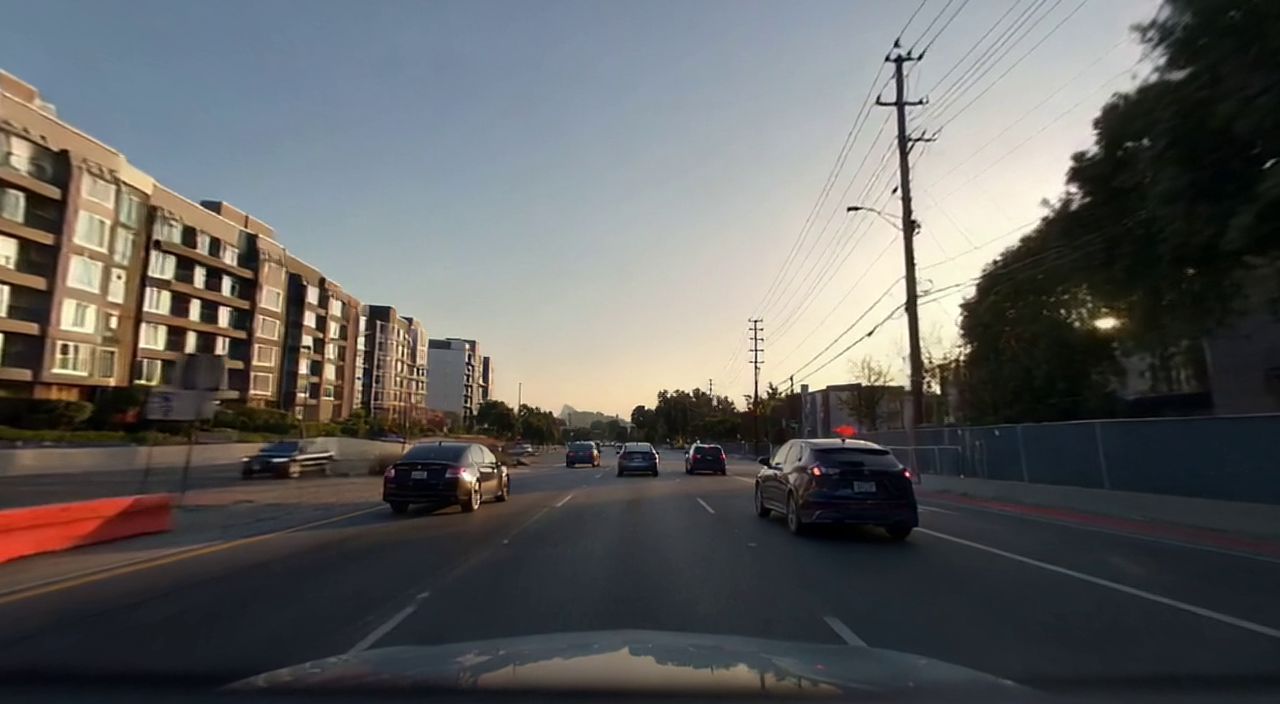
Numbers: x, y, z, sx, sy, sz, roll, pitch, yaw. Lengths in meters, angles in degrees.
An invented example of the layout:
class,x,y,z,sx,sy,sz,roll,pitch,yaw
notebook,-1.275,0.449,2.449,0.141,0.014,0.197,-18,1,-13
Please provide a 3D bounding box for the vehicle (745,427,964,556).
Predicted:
class,x,y,z,sx,sy,sz,roll,pitch,yaw
vehicle,3.032,2.047,9.984,1.975,1.598,4.025,0,-8,-1

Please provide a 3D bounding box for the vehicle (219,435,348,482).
class,x,y,z,sx,sy,sz,roll,pitch,yaw
vehicle,-12.398,3.725,22.369,1.902,1.497,4.417,0,-8,1

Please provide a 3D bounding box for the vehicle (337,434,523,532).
class,x,y,z,sx,sy,sz,roll,pitch,yaw
vehicle,-3.592,2.317,11.774,1.968,1.473,4.209,0,-8,1

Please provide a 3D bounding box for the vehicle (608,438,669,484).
class,x,y,z,sx,sy,sz,roll,pitch,yaw
vehicle,-0.045,4.417,25.972,2.291,1.714,4.217,0,-8,0

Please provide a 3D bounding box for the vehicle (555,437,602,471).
class,x,y,z,sx,sy,sz,roll,pitch,yaw
vehicle,-3.523,5.934,37.031,2.190,1.832,4.417,0,-8,1

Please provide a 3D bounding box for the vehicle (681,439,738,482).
class,x,y,z,sx,sy,sz,roll,pitch,yaw
vehicle,3.080,4.877,28.745,2.029,1.797,4.218,0,-8,-1
